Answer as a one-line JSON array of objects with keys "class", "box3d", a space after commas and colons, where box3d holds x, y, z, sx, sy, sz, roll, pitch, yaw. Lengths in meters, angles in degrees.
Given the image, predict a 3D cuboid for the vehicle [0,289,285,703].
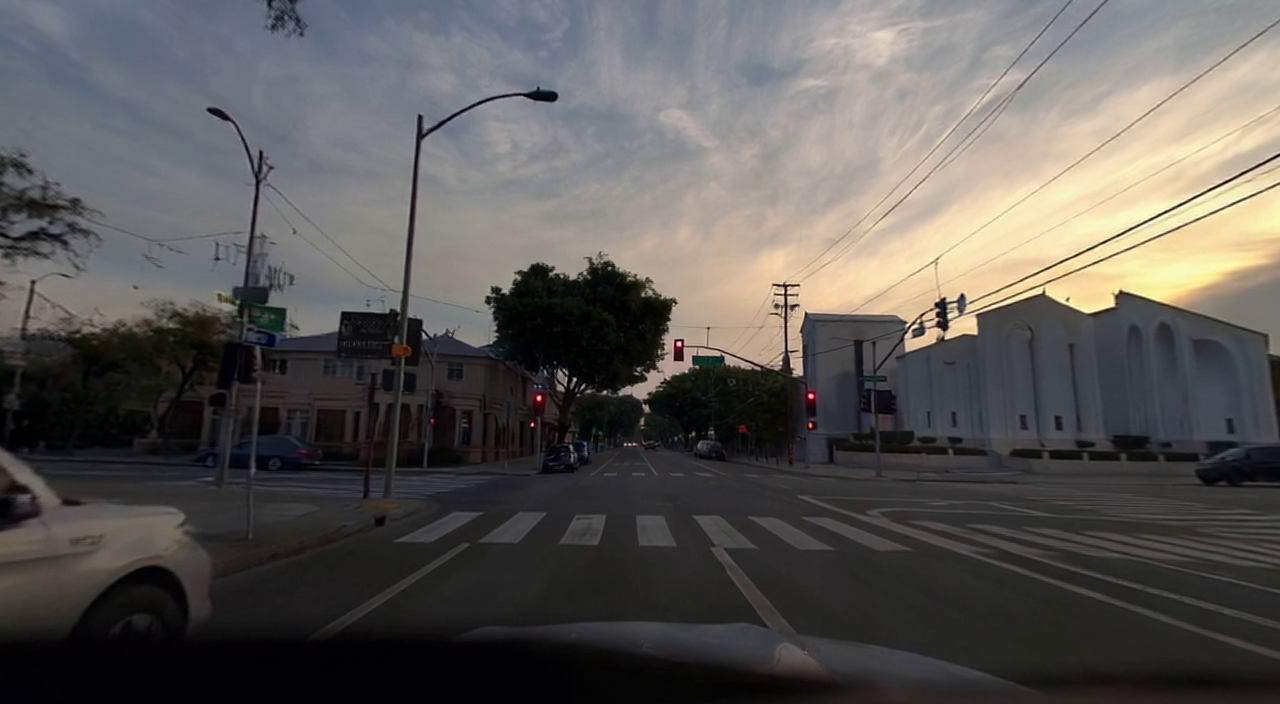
[{"class": "vehicle", "box3d": [-3.285, 0.495, 0.421, 2.271, 1.885, 6.346, 0, -9, 2]}]
